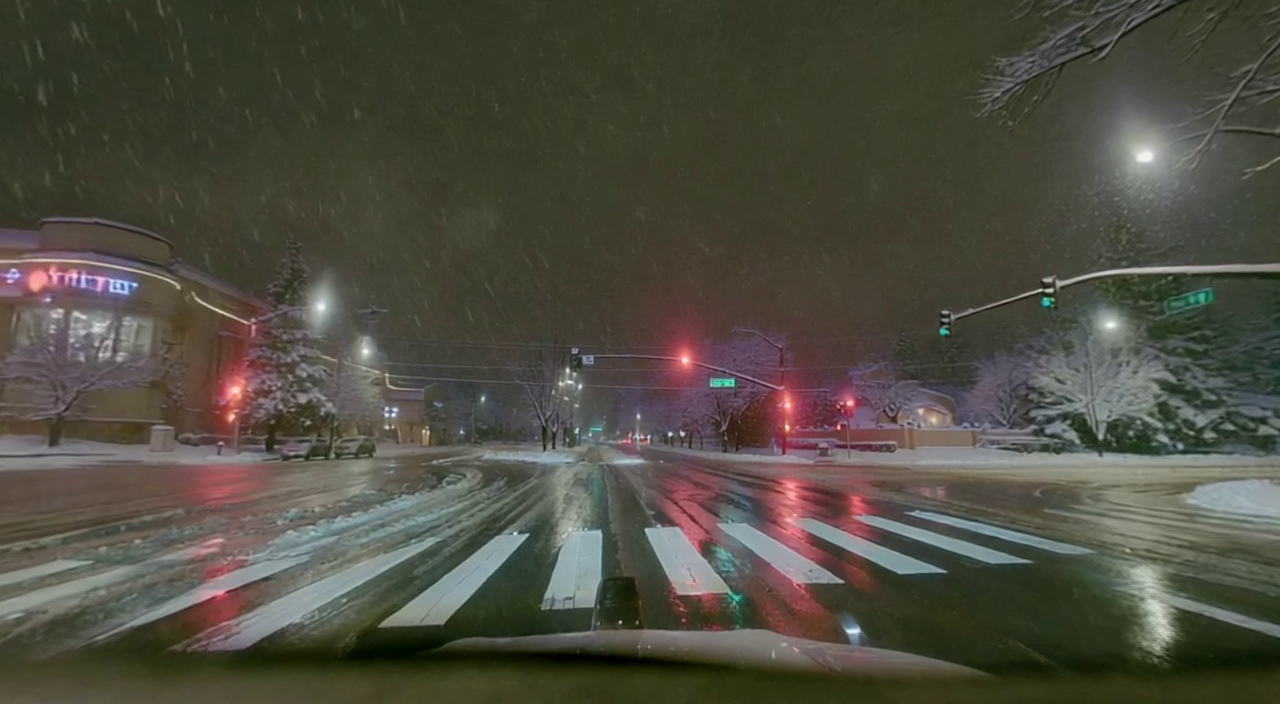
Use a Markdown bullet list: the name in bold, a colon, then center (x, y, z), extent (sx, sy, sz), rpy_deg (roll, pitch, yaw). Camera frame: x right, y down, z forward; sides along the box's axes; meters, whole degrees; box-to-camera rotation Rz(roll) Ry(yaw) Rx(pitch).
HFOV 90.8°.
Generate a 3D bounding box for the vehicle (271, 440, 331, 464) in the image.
- **vehicle**: center (-21.880, 6.456, 40.935), extent (2.005, 1.496, 4.020), rpy_deg (1, -9, -6)
